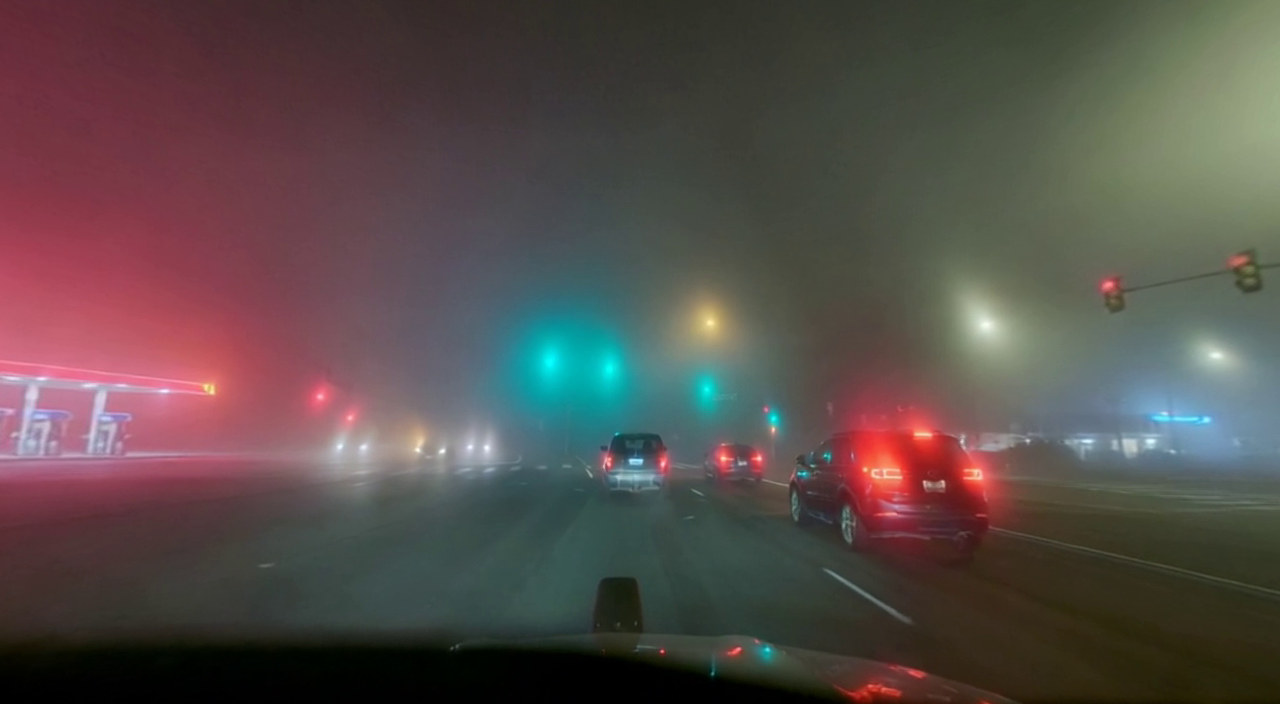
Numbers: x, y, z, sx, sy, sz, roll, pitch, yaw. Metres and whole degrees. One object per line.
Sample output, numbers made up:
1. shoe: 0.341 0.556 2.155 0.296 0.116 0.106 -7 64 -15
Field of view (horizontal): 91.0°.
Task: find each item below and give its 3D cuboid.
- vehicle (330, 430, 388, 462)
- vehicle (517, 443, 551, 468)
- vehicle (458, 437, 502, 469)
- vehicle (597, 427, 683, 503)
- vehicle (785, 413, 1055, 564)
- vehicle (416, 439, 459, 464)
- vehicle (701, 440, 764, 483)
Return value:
1. vehicle: -21.091 7.094 47.508 2.460 2.257 5.387 1 -8 -8
2. vehicle: -6.722 6.564 40.211 1.987 1.505 4.337 1 -8 -8
3. vehicle: -9.583 6.071 38.000 1.992 1.755 4.283 1 -8 -7
4. vehicle: -0.041 3.019 17.231 2.051 1.798 4.168 0 -8 -1
5. vehicle: 3.763 1.901 9.498 2.000 1.745 4.206 0 -8 -2
6. vehicle: -14.017 6.924 43.859 2.023 1.671 4.174 1 -8 -7
7. vehicle: 3.674 4.416 25.662 1.800 1.592 3.658 1 -8 -3
